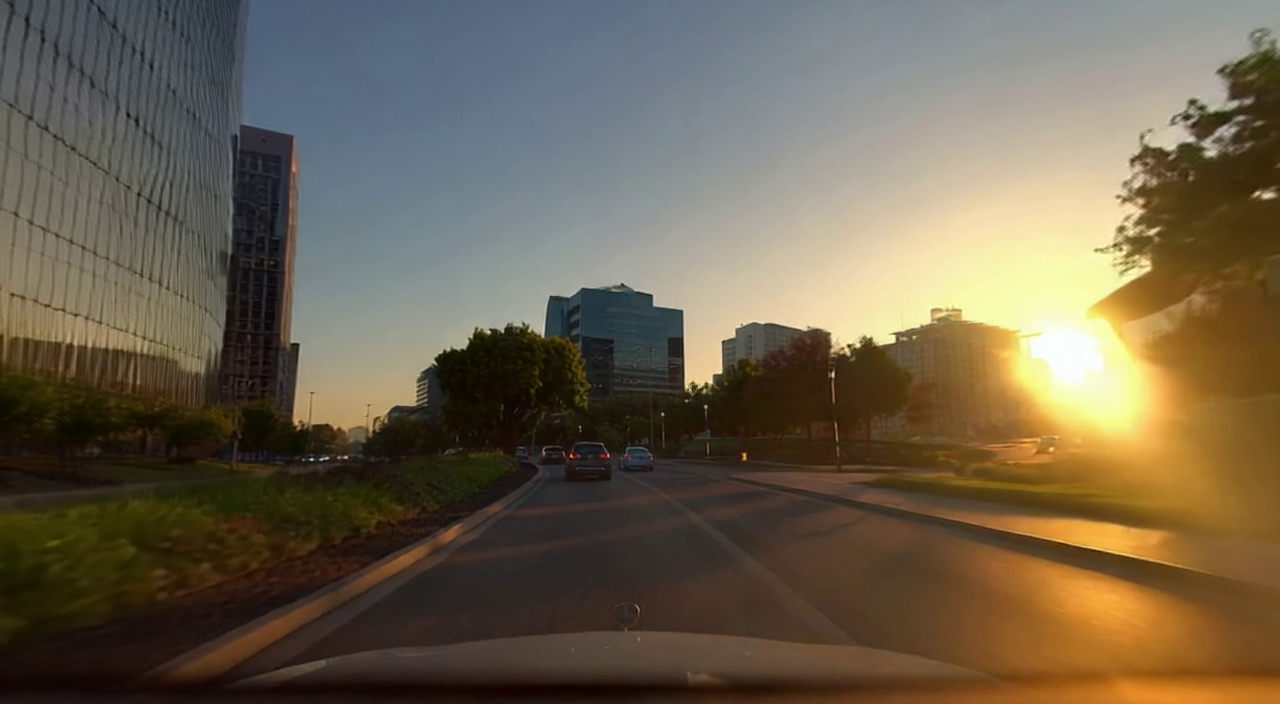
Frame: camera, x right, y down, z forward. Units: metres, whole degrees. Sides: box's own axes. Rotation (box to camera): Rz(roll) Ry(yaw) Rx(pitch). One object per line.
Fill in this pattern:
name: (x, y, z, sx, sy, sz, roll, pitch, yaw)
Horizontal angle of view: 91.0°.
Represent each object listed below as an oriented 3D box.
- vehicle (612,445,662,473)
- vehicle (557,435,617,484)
vehicle: (-0.258, 6.123, 36.157, 2.116, 1.506, 4.355, 2, -9, -10)
vehicle: (-2.200, 4.292, 25.329, 2.173, 1.761, 4.374, 1, -9, -7)
